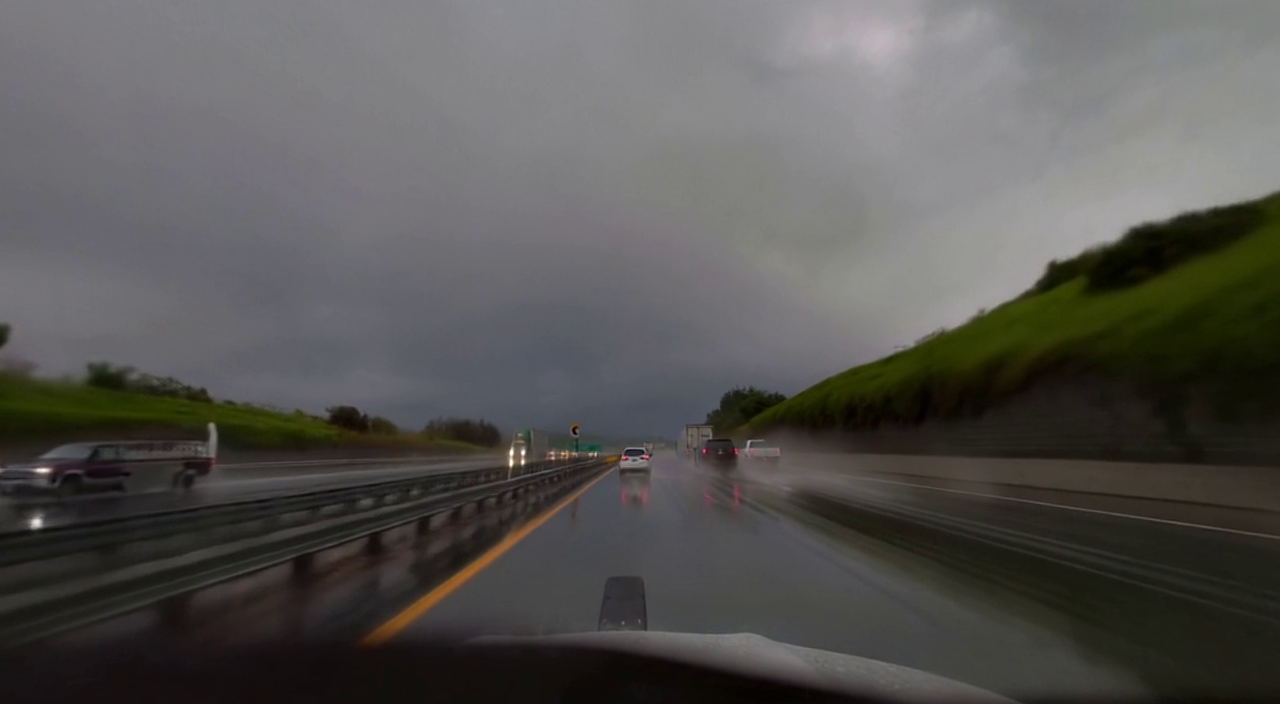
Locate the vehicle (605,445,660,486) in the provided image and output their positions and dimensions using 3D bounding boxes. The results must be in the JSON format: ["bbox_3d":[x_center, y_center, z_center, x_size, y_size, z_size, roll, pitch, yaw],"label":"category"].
[{"bbox_3d":[-0.294,4.368,24.431,1.970,1.441,3.846,0,-9,-1],"label":"vehicle"}]

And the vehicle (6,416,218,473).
[{"bbox_3d":[-35.528,6.512,43.820,2.733,3.285,14.018,0,-9,0],"label":"vehicle"}]

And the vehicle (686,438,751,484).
[{"bbox_3d":[3.145,4.483,26.153,2.048,1.704,4.284,0,-9,-1],"label":"vehicle"}]

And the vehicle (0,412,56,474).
[{"bbox_3d":[-35.487,5.057,34.981,2.857,3.275,3.008,0,-9,1],"label":"vehicle"}]
